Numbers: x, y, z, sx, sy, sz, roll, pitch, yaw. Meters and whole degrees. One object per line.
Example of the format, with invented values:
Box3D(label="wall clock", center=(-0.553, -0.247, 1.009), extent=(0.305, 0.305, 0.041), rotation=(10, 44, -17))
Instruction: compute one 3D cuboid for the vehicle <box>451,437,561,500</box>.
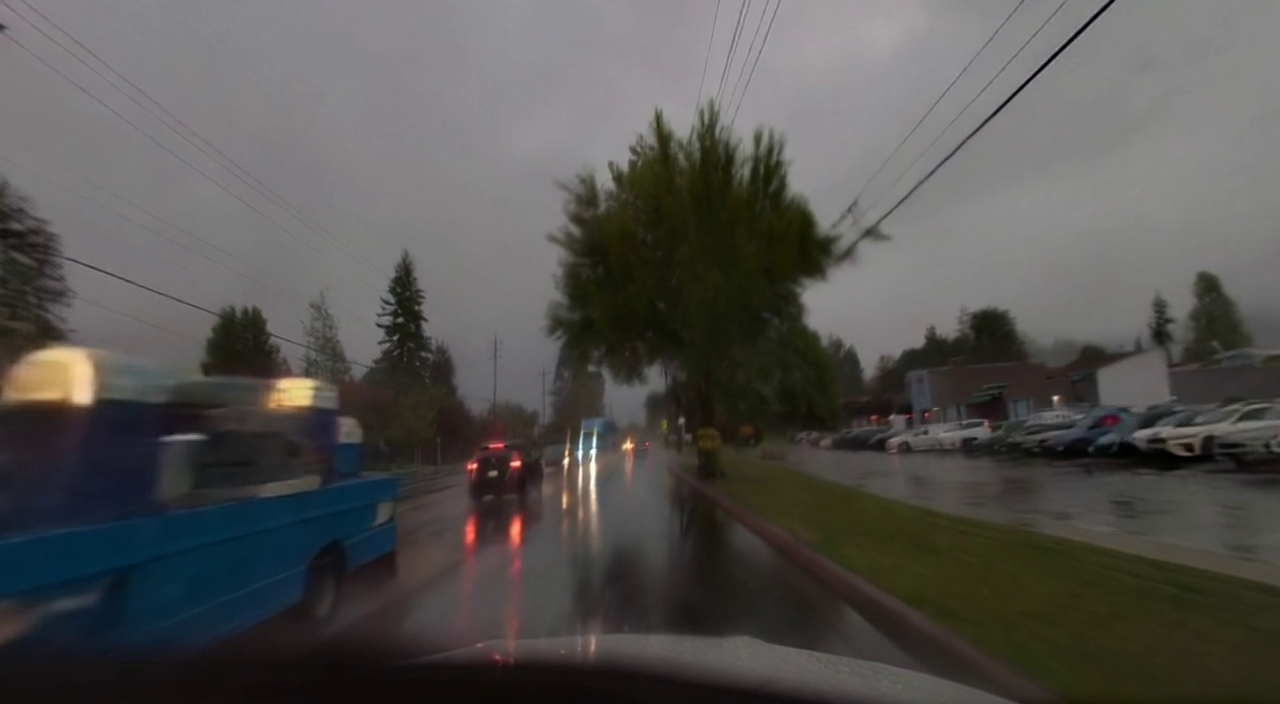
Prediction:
Box3D(label="vehicle", center=(-3.422, 3.061, 16.981), extent=(1.998, 1.466, 4.124), rotation=(0, -8, 1))

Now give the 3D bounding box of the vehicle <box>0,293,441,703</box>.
Box3D(label="vehicle", center=(-3.235, 1.017, 4.103), extent=(2.180, 1.818, 5.117), rotation=(0, -8, 0))
